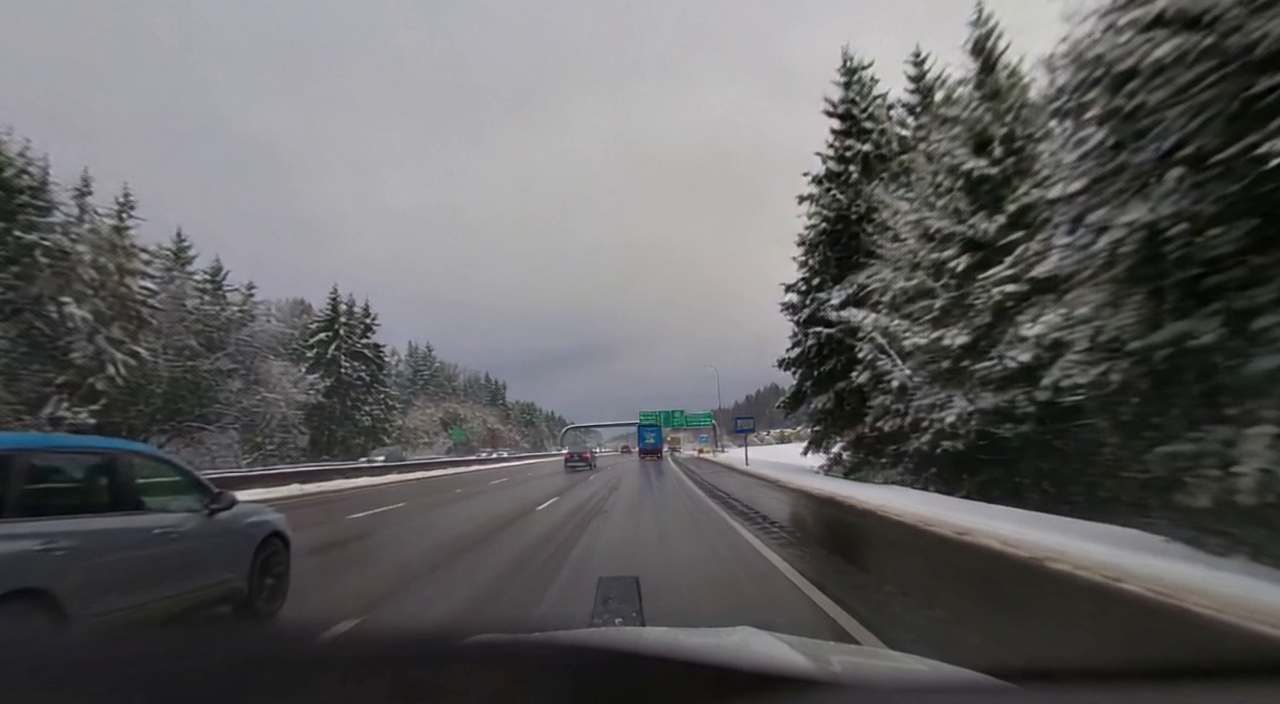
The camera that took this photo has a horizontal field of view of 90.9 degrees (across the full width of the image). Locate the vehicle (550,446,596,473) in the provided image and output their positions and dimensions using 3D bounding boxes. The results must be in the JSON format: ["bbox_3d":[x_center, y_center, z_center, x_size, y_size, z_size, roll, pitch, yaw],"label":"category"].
[{"bbox_3d":[-3.712,6.024,35.526,2.045,1.430,3.951,-1,-9,1],"label":"vehicle"}]

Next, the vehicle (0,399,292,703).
[{"bbox_3d":[-3.974,1.001,2.916,2.039,1.532,4.610,-1,-9,1],"label":"vehicle"}]

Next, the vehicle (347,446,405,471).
[{"bbox_3d":[-19.074,7.699,45.805,2.065,1.665,4.796,-1,-9,1],"label":"vehicle"}]
